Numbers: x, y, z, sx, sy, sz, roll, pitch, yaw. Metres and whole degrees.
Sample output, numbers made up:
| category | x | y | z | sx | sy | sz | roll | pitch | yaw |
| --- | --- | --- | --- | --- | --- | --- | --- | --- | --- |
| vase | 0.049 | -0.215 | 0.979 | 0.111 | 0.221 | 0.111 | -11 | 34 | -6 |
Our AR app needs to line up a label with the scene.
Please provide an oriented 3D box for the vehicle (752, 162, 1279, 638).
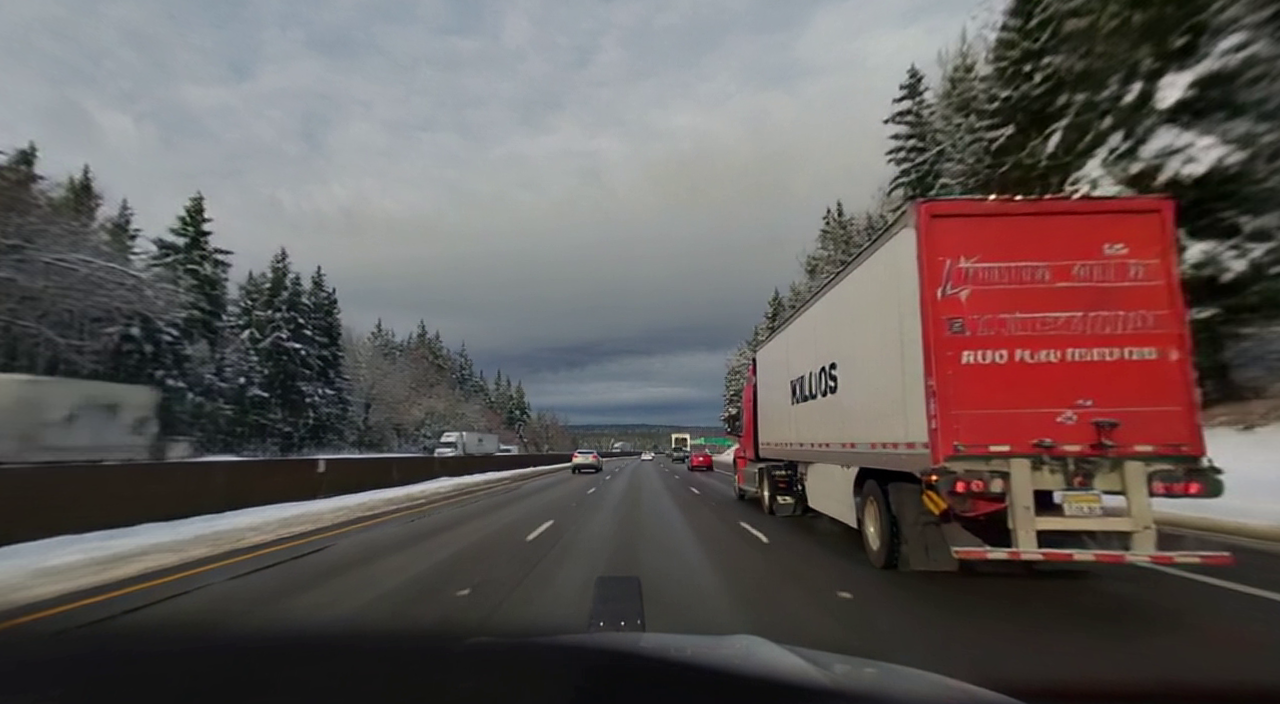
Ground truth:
| category | x | y | z | sx | sy | sz | roll | pitch | yaw |
| --- | --- | --- | --- | --- | --- | --- | --- | --- | --- |
| vehicle | 4.335 | 1.159 | 10.787 | 2.914 | 3.998 | 11.103 | 0 | -9 | 1 |

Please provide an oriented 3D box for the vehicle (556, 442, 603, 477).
| category | x | y | z | sx | sy | sz | roll | pitch | yaw |
| --- | --- | --- | --- | --- | --- | --- | --- | --- | --- |
| vehicle | -3.078 | 5.565 | 32.786 | 2.017 | 1.683 | 4.309 | 0 | -9 | 0 |

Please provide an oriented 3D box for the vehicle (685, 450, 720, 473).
| category | x | y | z | sx | sy | sz | roll | pitch | yaw |
| --- | --- | --- | --- | --- | --- | --- | --- | --- | --- |
| vehicle | 4.570 | 8.045 | 46.466 | 2.176 | 1.598 | 3.878 | 0 | -9 | 0 |
